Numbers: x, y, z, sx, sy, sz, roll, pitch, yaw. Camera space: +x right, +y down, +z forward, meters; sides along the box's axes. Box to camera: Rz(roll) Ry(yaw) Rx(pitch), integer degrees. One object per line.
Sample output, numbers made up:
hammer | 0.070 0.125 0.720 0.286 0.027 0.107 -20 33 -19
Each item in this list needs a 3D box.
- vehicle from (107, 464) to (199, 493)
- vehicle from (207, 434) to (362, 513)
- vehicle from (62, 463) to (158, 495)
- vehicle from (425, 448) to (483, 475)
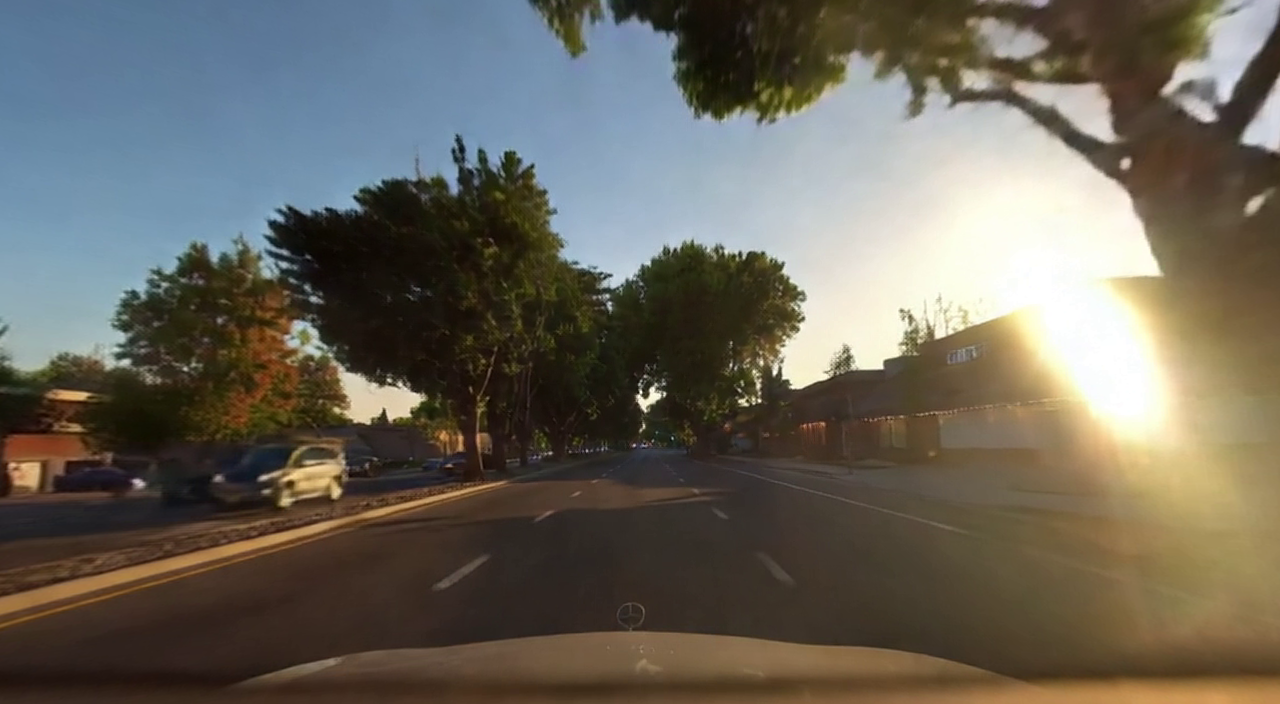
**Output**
vehicle | -28.585 7.413 37.180 1.865 1.391 4.516 0 -8 0
vehicle | -9.445 3.225 17.251 2.012 1.756 4.268 -3 -8 -4
vehicle | -30.987 7.410 37.041 1.903 1.517 4.497 -3 -8 -3
vehicle | -11.408 6.719 39.025 2.070 1.500 4.724 -2 -8 1
